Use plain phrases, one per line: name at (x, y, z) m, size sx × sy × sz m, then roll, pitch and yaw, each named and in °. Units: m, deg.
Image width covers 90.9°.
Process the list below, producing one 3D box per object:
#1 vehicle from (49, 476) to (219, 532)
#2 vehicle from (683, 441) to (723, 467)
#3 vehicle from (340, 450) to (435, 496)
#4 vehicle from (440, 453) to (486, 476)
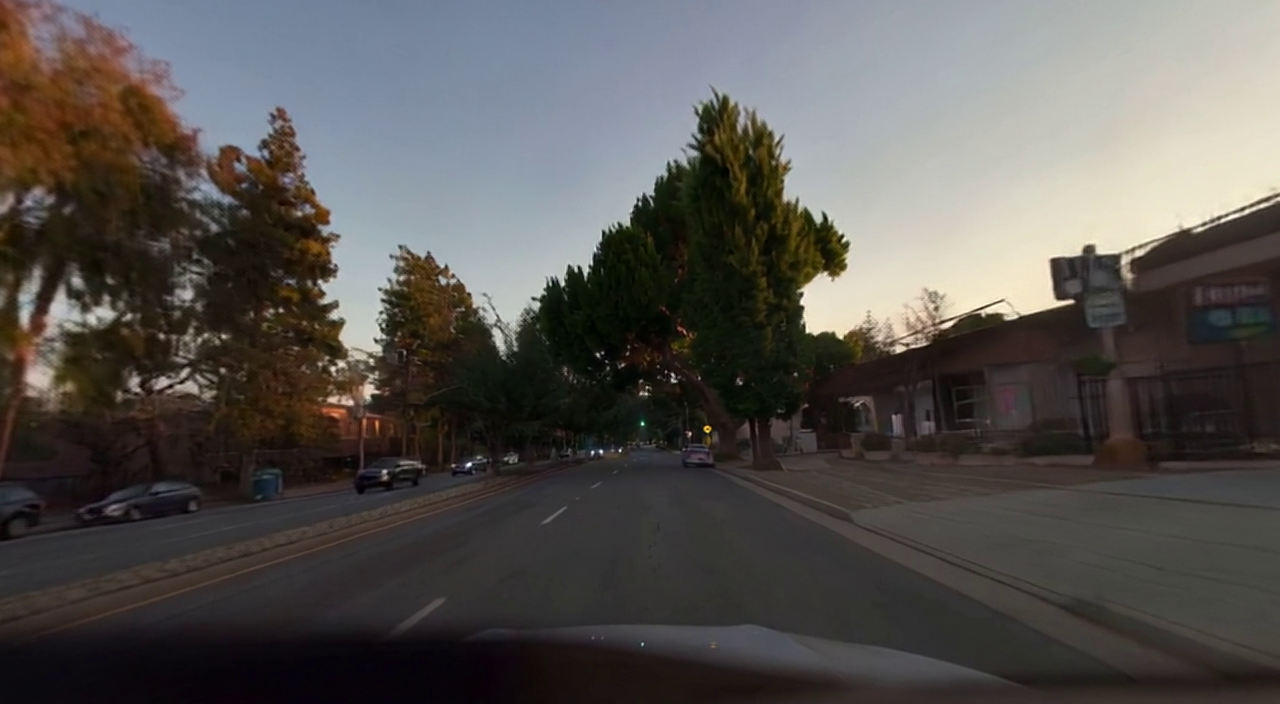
vehicle at (-17.753, 5.333, 22.520) m, size 1.902 × 1.484 × 4.908 m, roll -1°, pitch -9°, yaw 2°
vehicle at (3.842, 6.320, 39.263) m, size 2.041 × 1.523 × 4.281 m, roll 0°, pitch -9°, yaw 0°
vehicle at (-10.992, 5.262, 27.872) m, size 2.079 × 1.812 × 4.757 m, roll 0°, pitch -9°, yaw 2°
vehicle at (-13.384, 8.525, 47.874) m, size 1.915 × 1.505 × 4.726 m, roll -3°, pitch -9°, yaw 3°
